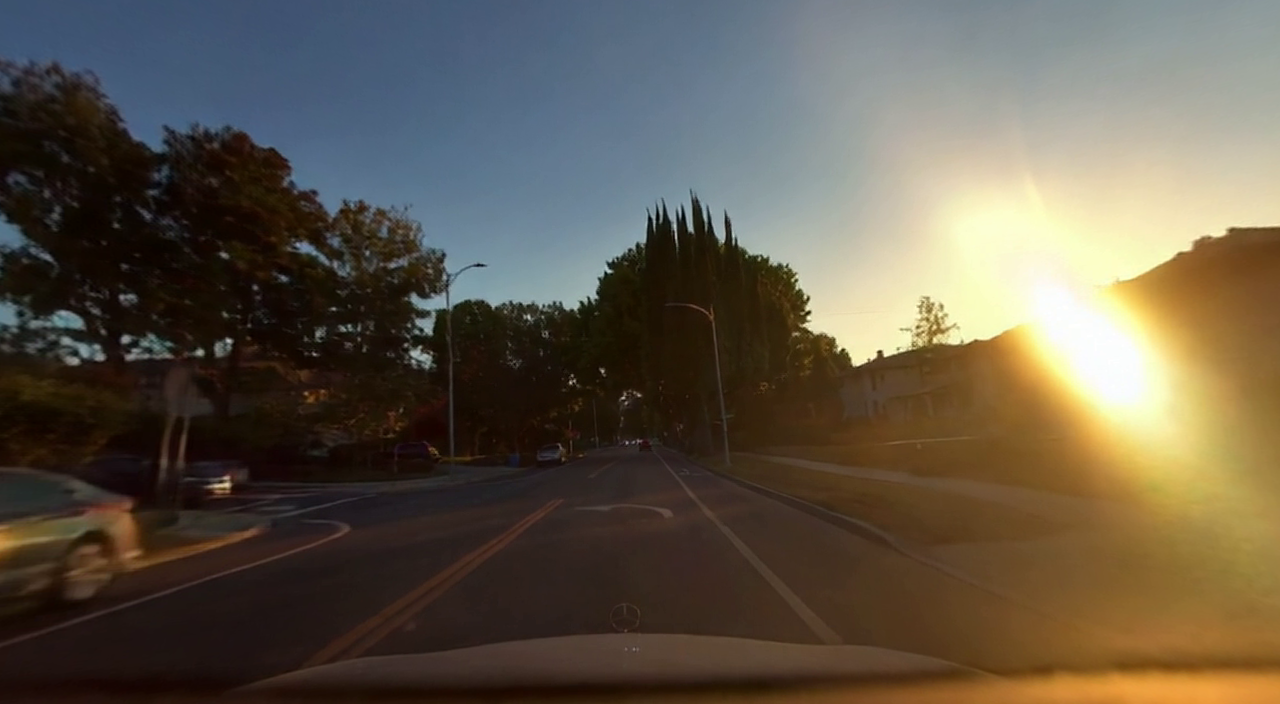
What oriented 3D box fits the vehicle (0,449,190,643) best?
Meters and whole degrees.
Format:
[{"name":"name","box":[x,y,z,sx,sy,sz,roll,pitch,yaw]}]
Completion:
[{"name":"vehicle","box":[-6.835,1.704,5.250,1.984,1.732,5.628,-1,-9,1]}]

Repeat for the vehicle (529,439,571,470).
[{"name":"vehicle","box":[-6.408,7.383,45.488,2.176,1.885,5.174,-5,-9,0]}]
